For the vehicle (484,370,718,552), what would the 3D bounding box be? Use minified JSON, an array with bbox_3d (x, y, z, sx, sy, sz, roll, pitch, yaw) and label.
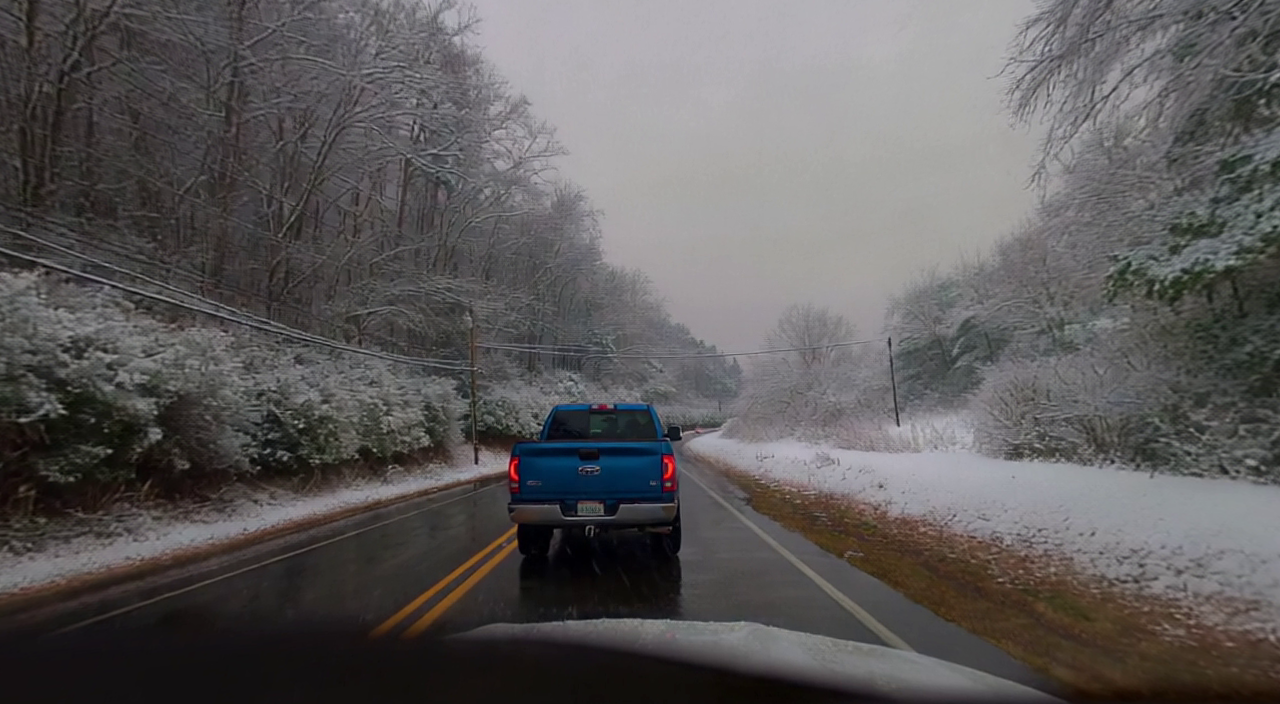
[{"bbox_3d":[-0.519,1.762,10.753,2.837,2.223,5.885,0,-8,-1],"label":"vehicle"}]
